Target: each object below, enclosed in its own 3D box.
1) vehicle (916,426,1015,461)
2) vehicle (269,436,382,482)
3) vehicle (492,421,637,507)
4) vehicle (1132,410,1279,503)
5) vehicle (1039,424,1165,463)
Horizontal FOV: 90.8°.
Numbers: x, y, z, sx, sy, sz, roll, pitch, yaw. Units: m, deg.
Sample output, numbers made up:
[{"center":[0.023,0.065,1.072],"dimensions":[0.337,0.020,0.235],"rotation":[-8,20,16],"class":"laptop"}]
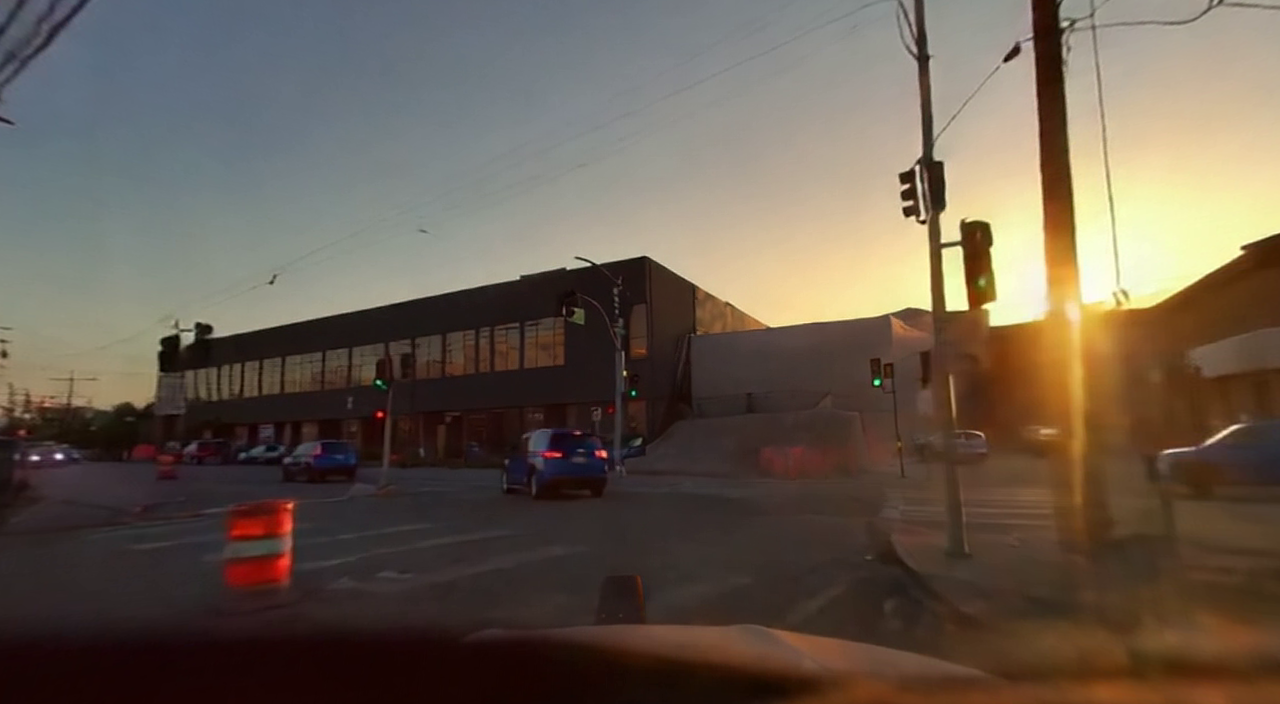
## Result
[{"center":[16.876,4.788,32.841],"dimensions":[4.382,1.688,1.937],"rotation":[-5,-10,28],"class":"vehicle"},{"center":[-14.484,4.888,28.994],"dimensions":[5.548,1.911,2.206],"rotation":[-6,-11,36],"class":"vehicle"},{"center":[-2.196,2.874,16.664],"dimensions":[2.256,1.859,5.118],"rotation":[4,-10,-25],"class":"vehicle"},{"center":[13.773,2.181,13.308],"dimensions":[4.740,1.802,2.249],"rotation":[-3,-9,17],"class":"vehicle"},{"center":[21.719,4.346,29.984],"dimensions":[4.550,1.704,1.922],"rotation":[-5,-10,31],"class":"vehicle"}]
